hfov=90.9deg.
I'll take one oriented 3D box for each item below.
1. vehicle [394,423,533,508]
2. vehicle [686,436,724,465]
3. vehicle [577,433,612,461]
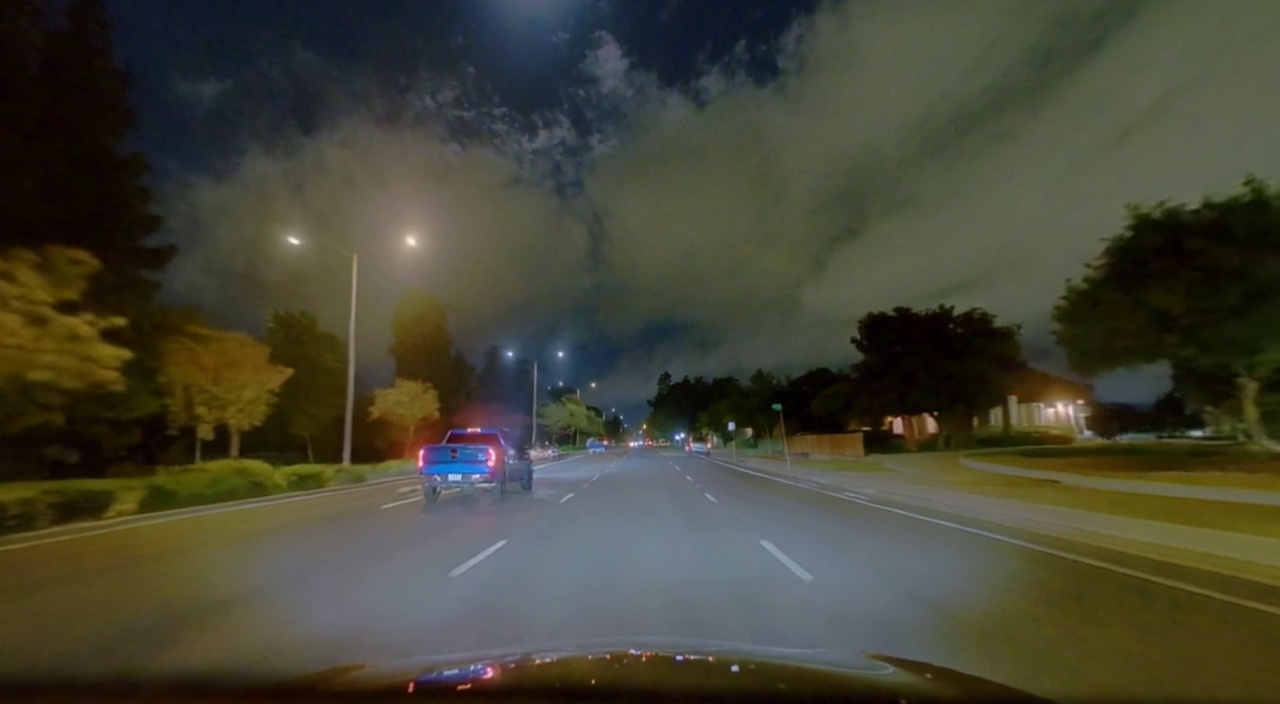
[{"bbox_3d":[-4.080,2.713,15.522,2.002,1.747,4.728,0,-8,0],"label":"vehicle"},{"bbox_3d":[4.089,6.237,40.028,2.016,1.736,4.356,0,-8,1],"label":"vehicle"},{"bbox_3d":[-3.428,7.249,48.214,2.230,1.987,4.385,0,-8,2],"label":"vehicle"}]
